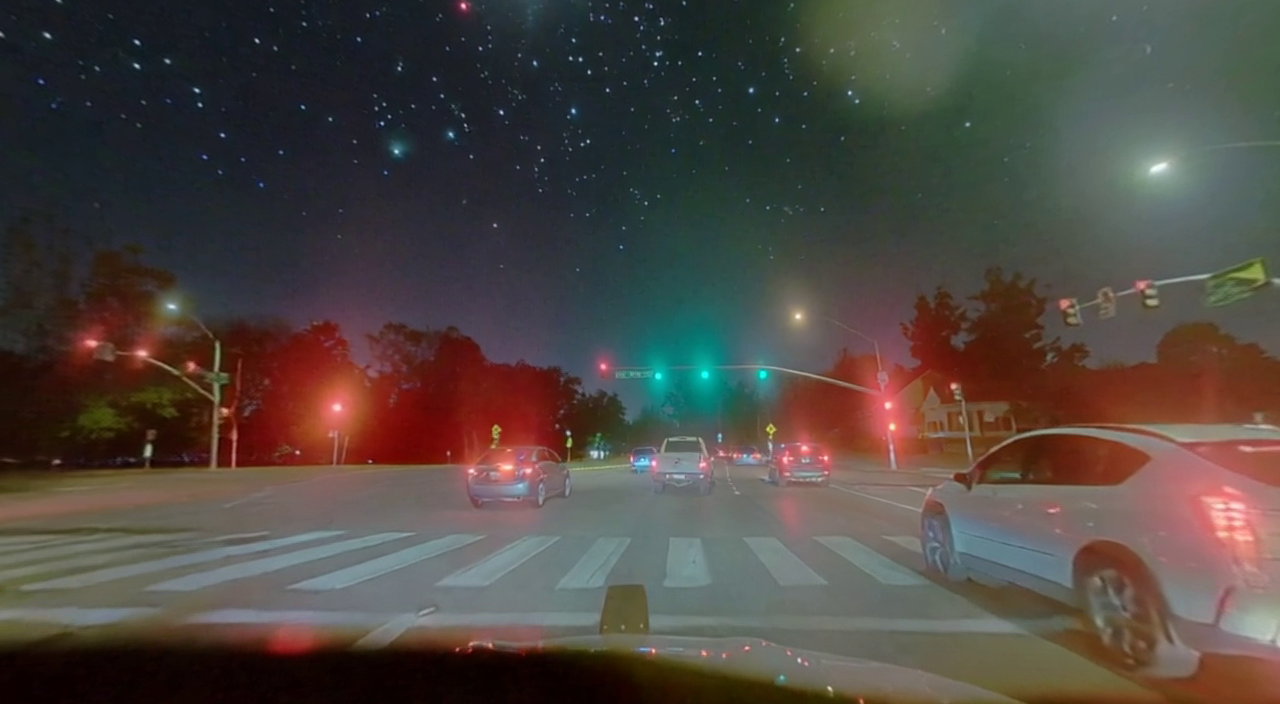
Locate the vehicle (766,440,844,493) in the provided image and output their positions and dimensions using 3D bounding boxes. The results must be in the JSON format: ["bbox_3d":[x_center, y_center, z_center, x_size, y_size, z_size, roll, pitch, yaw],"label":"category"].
[{"bbox_3d":[5.198,3.635,20.303,1.859,1.540,3.454,-1,-9,5],"label":"vehicle"}]

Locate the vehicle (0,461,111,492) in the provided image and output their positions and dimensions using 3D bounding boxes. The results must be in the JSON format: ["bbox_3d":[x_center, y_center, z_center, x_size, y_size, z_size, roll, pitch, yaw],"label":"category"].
[{"bbox_3d":[-29.522,6.198,31.452,4.647,1.427,2.065,-1,-9,8],"label":"vehicle"}]

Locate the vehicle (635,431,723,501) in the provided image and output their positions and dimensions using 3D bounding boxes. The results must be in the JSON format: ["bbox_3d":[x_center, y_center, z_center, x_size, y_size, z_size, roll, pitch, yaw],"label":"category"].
[{"bbox_3d":[1.215,3.260,18.461,2.250,1.768,4.574,-1,-9,6],"label":"vehicle"}]

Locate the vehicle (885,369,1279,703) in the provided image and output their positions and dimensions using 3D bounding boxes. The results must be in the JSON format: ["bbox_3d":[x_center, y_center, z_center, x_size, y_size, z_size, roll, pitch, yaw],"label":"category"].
[{"bbox_3d":[3.755,1.218,4.728,2.106,1.636,4.655,-1,-9,2],"label":"vehicle"}]

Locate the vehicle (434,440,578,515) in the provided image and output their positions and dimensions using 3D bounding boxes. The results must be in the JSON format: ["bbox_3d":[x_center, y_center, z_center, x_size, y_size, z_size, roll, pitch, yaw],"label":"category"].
[{"bbox_3d":[-2.928,2.868,14.976,2.006,1.464,4.586,-1,-9,6],"label":"vehicle"}]

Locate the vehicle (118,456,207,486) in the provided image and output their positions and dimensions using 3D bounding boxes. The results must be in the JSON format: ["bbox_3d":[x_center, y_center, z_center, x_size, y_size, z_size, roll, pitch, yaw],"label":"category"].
[{"bbox_3d":[-26.085,6.464,34.448,4.066,1.506,1.867,-3,-9,20],"label":"vehicle"}]
